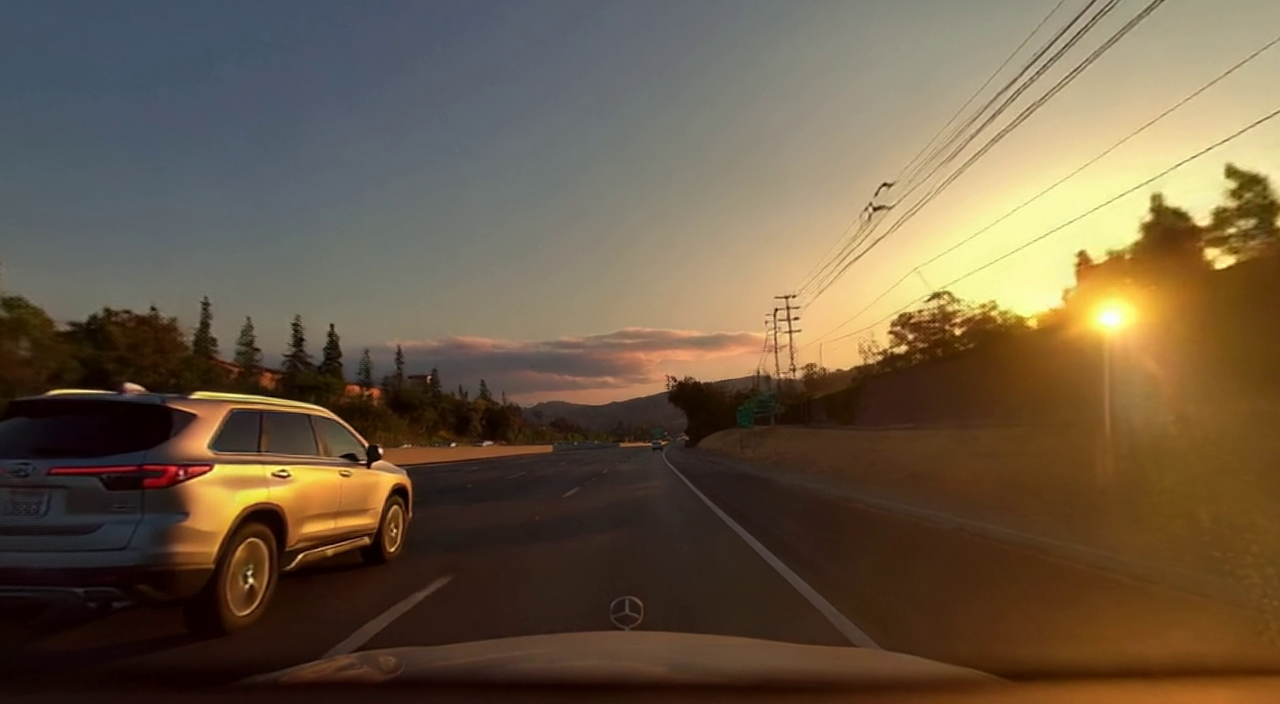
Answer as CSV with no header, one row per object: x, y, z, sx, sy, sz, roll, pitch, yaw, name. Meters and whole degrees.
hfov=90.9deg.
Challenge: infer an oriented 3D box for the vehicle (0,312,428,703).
-3.832,1.151,5.455,2.136,1.975,5.037,0,-8,1,vehicle
